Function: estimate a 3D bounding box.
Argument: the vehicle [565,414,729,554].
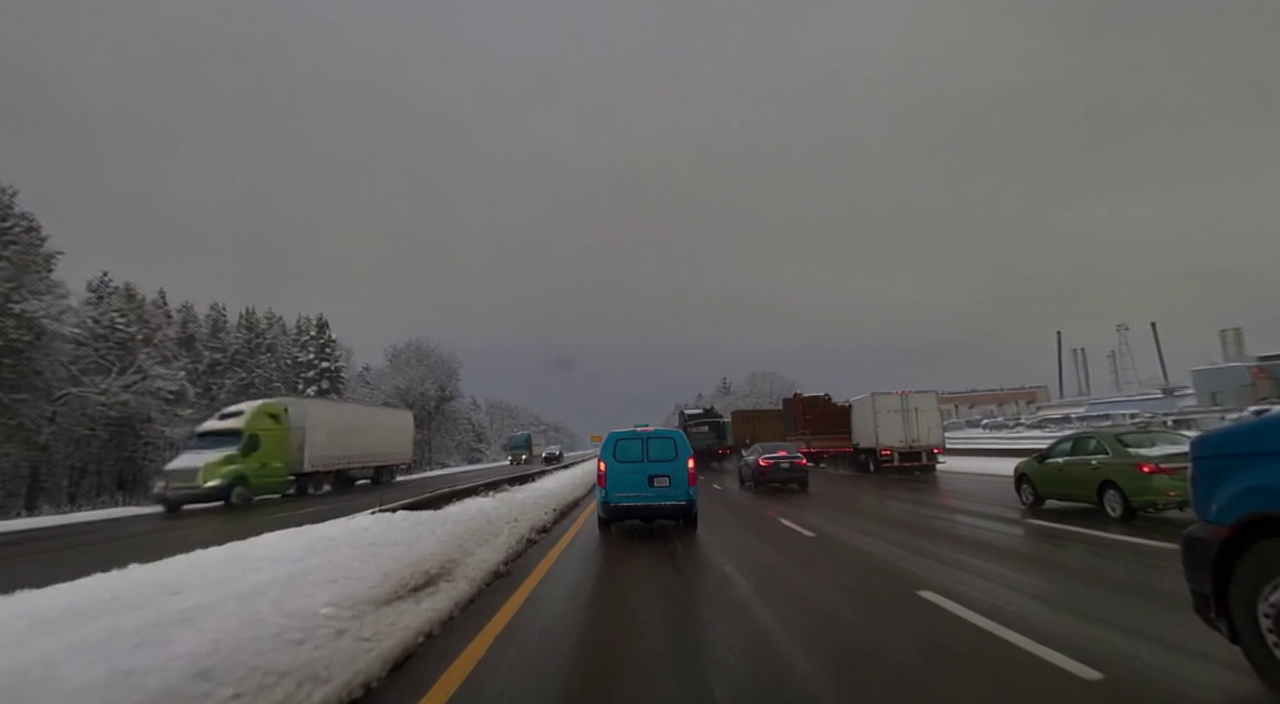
[{"bbox_3d":[0.102,1.860,9.331,1.965,1.664,3.428,-1,-9,1],"label":"vehicle"}]

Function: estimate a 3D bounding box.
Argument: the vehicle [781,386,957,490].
[{"bbox_3d":[8.257,3.457,24.679,2.799,3.188,10.578,0,-9,-1],"label":"vehicle"}]

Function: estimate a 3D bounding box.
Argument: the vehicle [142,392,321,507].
[{"bbox_3d":[-15.967,3.896,25.208,2.984,4.020,5.983,0,-9,0],"label":"vehicle"}]

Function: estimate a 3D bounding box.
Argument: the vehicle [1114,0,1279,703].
[{"bbox_3d":[4.219,-0.361,0.368,2.987,3.877,5.881,0,-9,0],"label":"vehicle"}]

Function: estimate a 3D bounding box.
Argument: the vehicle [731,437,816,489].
[{"bbox_3d":[4.207,3.565,20.358,1.859,1.512,3.711,0,-9,-1],"label":"vehicle"}]

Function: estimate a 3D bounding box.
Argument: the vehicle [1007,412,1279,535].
[{"bbox_3d":[8.604,1.989,10.789,1.913,1.652,4.384,-1,-9,1],"label":"vehicle"}]
